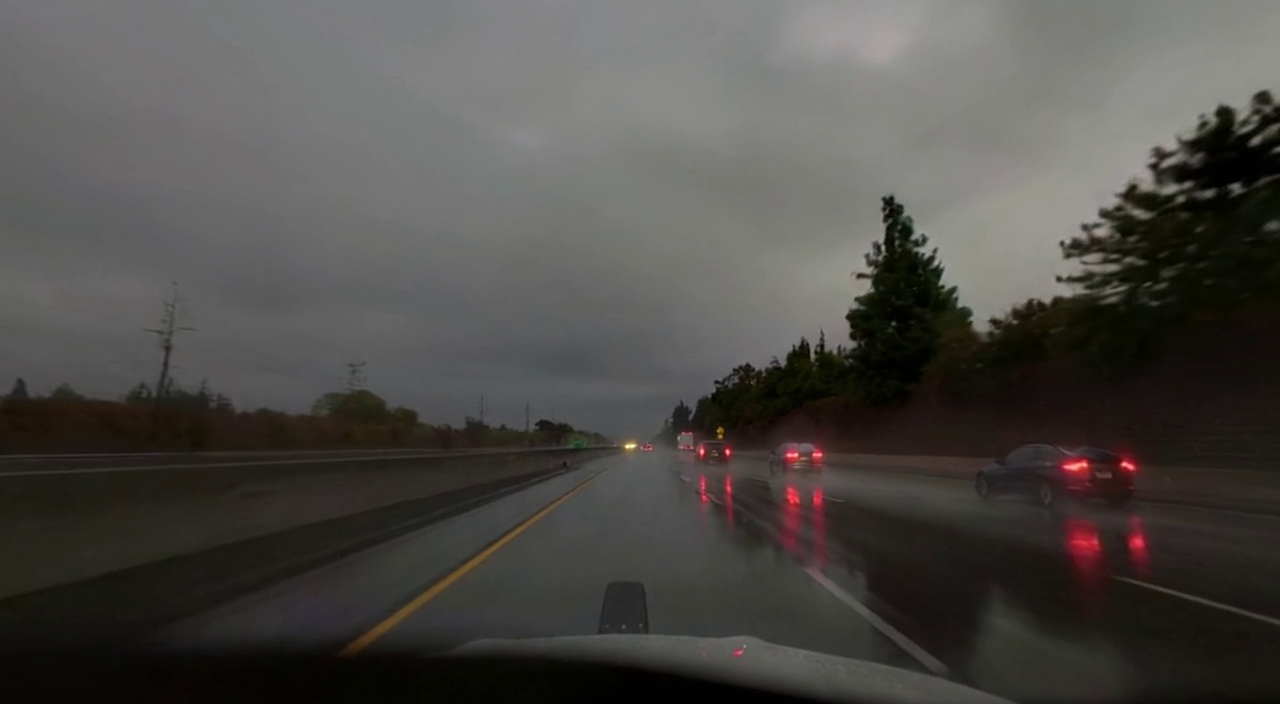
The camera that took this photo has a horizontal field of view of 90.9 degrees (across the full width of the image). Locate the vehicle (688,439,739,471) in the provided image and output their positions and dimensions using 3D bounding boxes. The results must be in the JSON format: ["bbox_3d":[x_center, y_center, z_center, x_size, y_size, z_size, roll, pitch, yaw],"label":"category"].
[{"bbox_3d":[4.015,5.717,35.099,2.326,1.644,4.206,0,-8,0],"label":"vehicle"}]

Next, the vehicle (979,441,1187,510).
[{"bbox_3d":[10.801,3.015,15.925,1.970,1.479,4.480,0,-8,0],"label":"vehicle"}]

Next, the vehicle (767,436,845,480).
[{"bbox_3d":[7.229,4.663,27.986,2.178,1.749,4.570,0,-8,0],"label":"vehicle"}]
